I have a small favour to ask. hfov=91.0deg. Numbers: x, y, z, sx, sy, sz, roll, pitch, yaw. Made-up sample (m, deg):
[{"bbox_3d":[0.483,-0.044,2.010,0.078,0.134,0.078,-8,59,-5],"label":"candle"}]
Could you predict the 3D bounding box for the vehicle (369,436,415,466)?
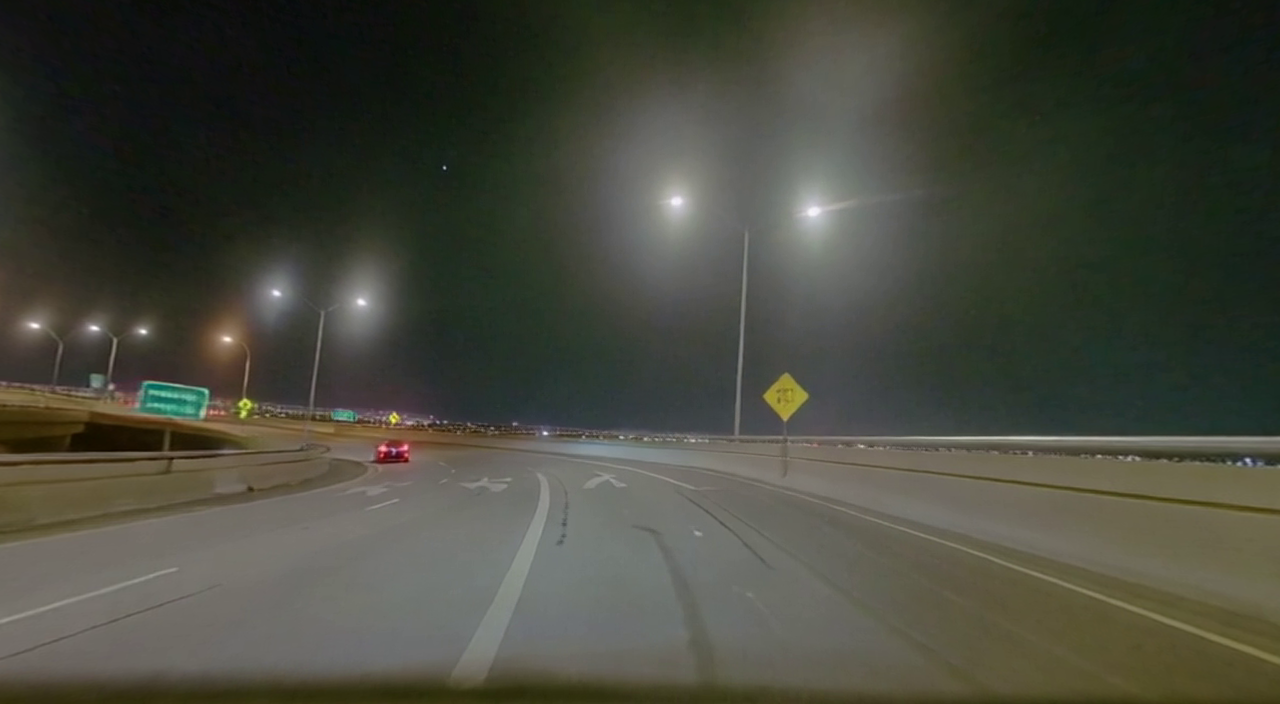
[{"bbox_3d":[-14.268,5.645,36.072,2.234,1.588,4.484,4,-9,-22],"label":"vehicle"}]
